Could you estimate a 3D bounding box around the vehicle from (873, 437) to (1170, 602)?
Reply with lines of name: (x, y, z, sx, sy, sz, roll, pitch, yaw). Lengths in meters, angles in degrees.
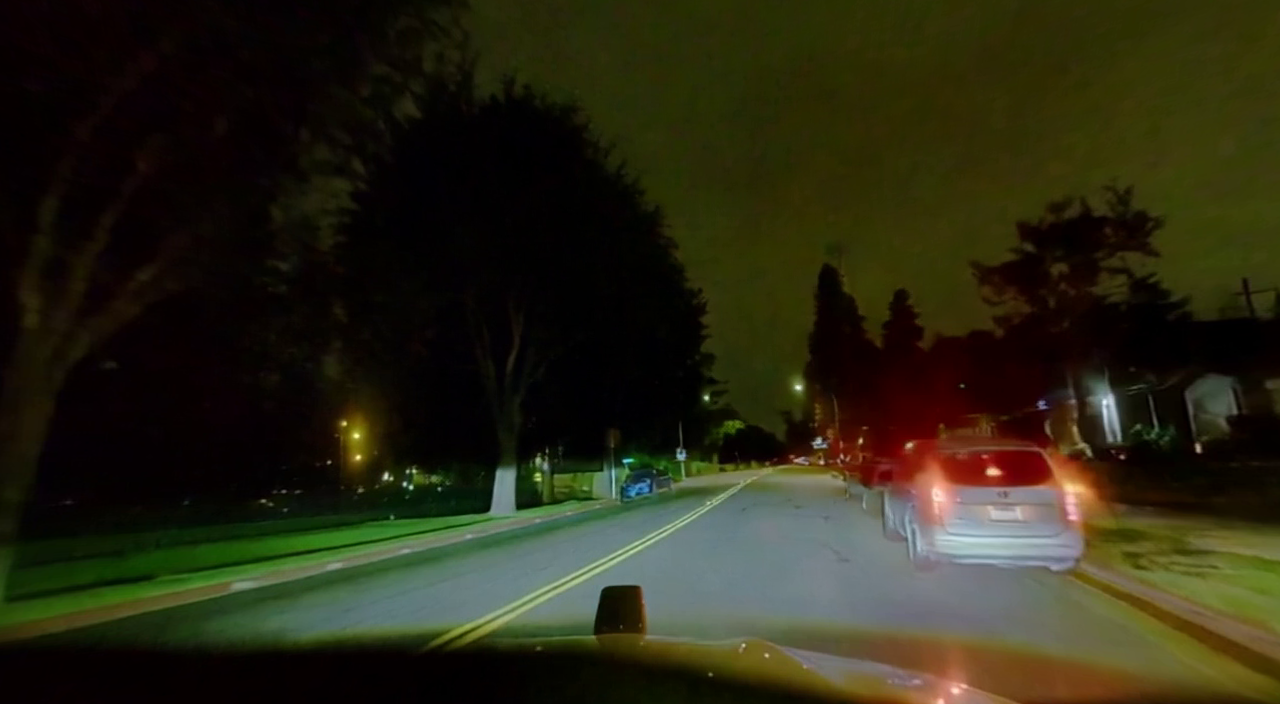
vehicle: (4.795, 2.080, 8.831, 2.242, 1.661, 4.273, -2, -9, 13)

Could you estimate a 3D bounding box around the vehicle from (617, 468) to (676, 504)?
vehicle: (0.421, 6.859, 32.301, 2.033, 1.456, 4.370, -6, -10, 12)
